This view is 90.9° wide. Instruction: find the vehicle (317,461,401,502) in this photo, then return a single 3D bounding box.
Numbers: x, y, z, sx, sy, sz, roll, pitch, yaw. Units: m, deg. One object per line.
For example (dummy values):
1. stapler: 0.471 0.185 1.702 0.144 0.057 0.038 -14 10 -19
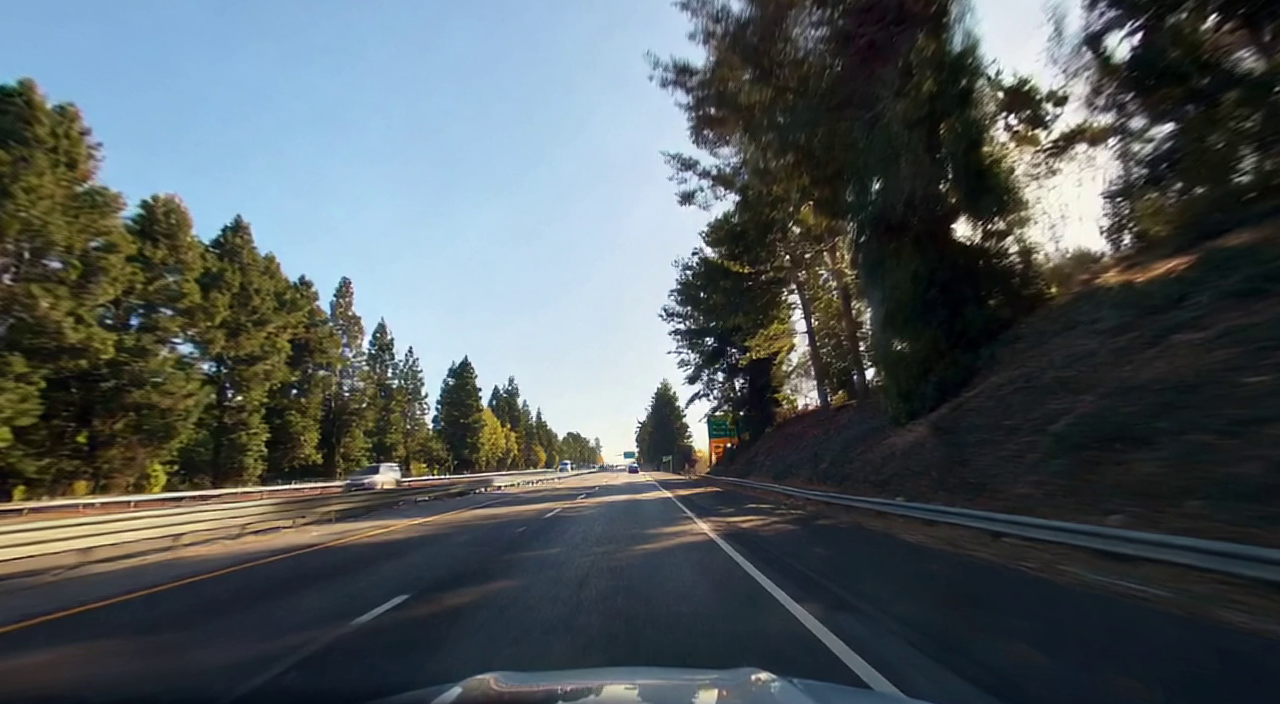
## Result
1. vehicle: -13.227 6.117 29.994 1.936 1.728 4.486 1 -11 0
